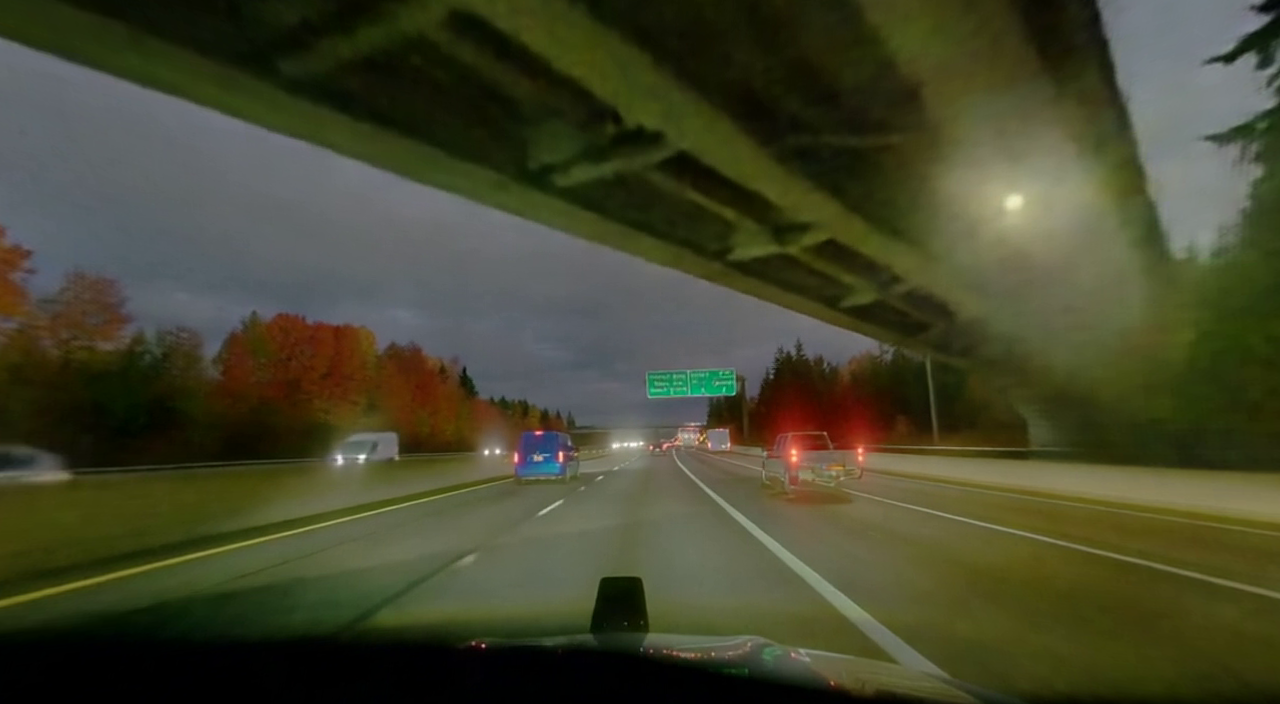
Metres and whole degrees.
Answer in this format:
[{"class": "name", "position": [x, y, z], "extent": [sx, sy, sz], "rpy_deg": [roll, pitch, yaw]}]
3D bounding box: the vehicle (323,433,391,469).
[{"class": "vehicle", "position": [-22.128, 7.773, 49.495], "extent": [2.310, 2.609, 5.912], "rpy_deg": [-1, -8, 3]}]

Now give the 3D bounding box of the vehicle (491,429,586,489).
[{"class": "vehicle", "position": [-3.107, 3.395, 20.309], "extent": [2.177, 1.707, 4.432], "rpy_deg": [0, -8, 2]}]
